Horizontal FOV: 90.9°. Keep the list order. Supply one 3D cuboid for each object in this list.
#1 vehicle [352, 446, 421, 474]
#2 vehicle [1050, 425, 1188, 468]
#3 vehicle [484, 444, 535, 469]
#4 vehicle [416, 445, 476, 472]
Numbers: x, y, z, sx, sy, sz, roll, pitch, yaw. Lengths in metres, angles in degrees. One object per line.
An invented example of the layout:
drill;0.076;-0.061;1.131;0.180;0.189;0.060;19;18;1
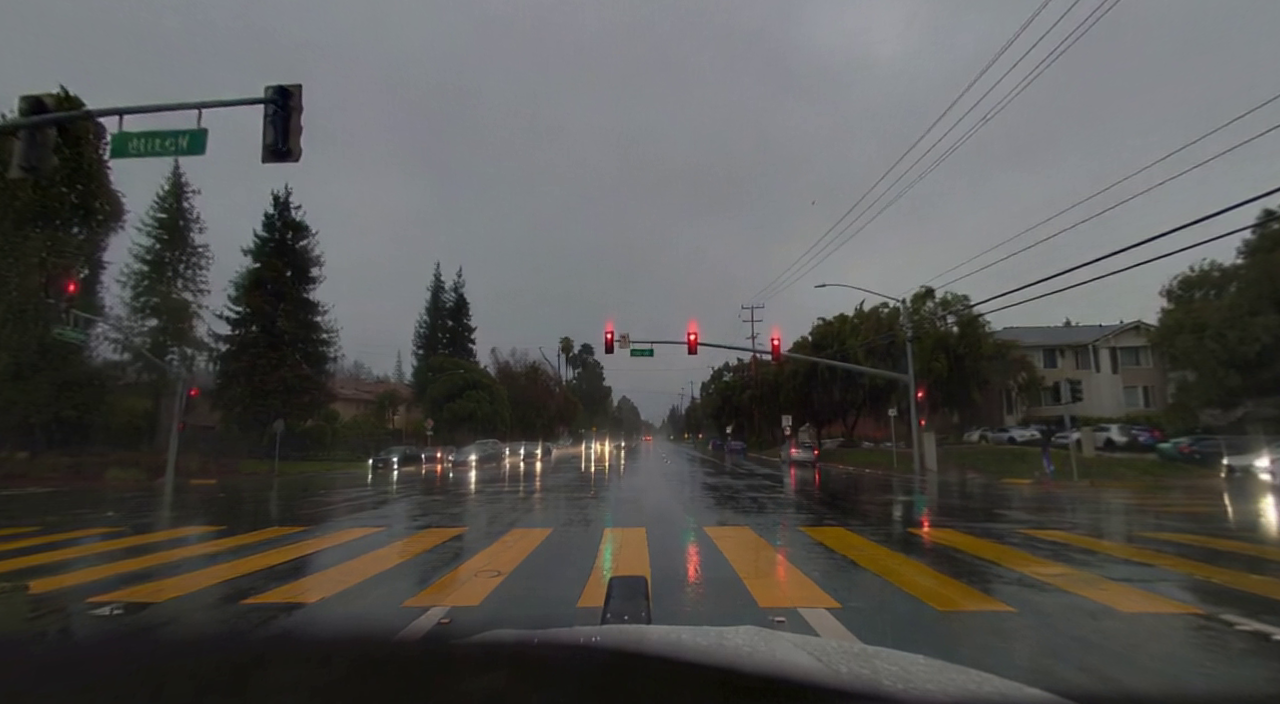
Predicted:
vehicle;-14.620;6.215;36.645;2.035;1.470;4.677;0;-8;0
vehicle;25.294;5.026;33.626;2.177;2.086;5.514;2;-9;-14
vehicle;-7.652;6.154;37.317;1.958;1.415;4.312;0;-8;1
vehicle;-10.955;6.007;35.852;2.007;1.451;4.242;0;-8;1
